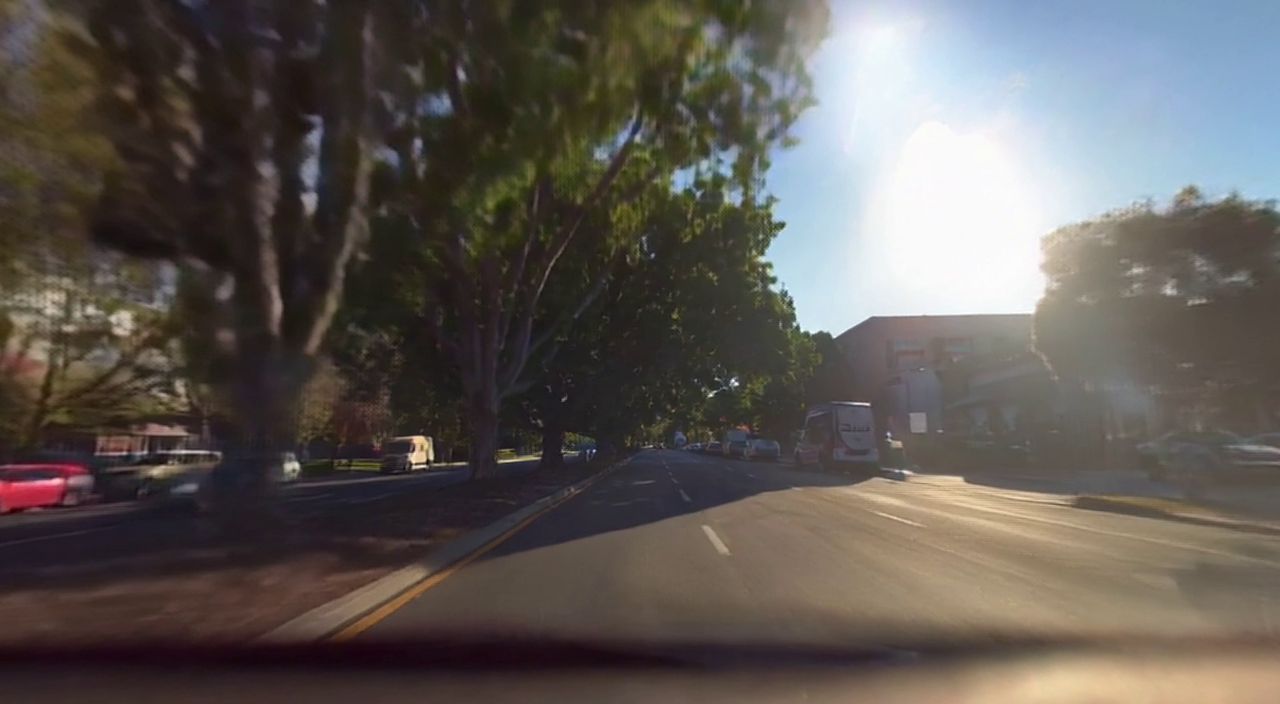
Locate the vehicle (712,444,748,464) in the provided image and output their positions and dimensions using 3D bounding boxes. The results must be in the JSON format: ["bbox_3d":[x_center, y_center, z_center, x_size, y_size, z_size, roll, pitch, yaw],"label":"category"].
[{"bbox_3d":[6.588,7.495,46.546,1.972,1.417,4.239,0,-9,0],"label":"vehicle"}]

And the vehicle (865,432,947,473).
[{"bbox_3d":[14.428,5.513,34.696,2.203,2.052,5.314,0,-9,0],"label":"vehicle"}]

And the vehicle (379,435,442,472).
[{"bbox_3d":[-17.009,7.550,47.231,2.253,2.554,6.021,-1,-8,1],"label":"vehicle"}]

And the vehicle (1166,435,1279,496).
[{"bbox_3d":[19.714,3.451,19.409,1.979,1.787,5.366,1,-8,-8],"label":"vehicle"}]

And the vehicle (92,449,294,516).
[{"bbox_3d":[-11.130,3.248,16.224,1.973,1.442,4.241,-1,-9,2],"label":"vehicle"}]

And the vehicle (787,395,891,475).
[{"bbox_3d":[10.477,4.583,34.462,2.879,3.765,8.904,0,-9,1],"label":"vehicle"}]
